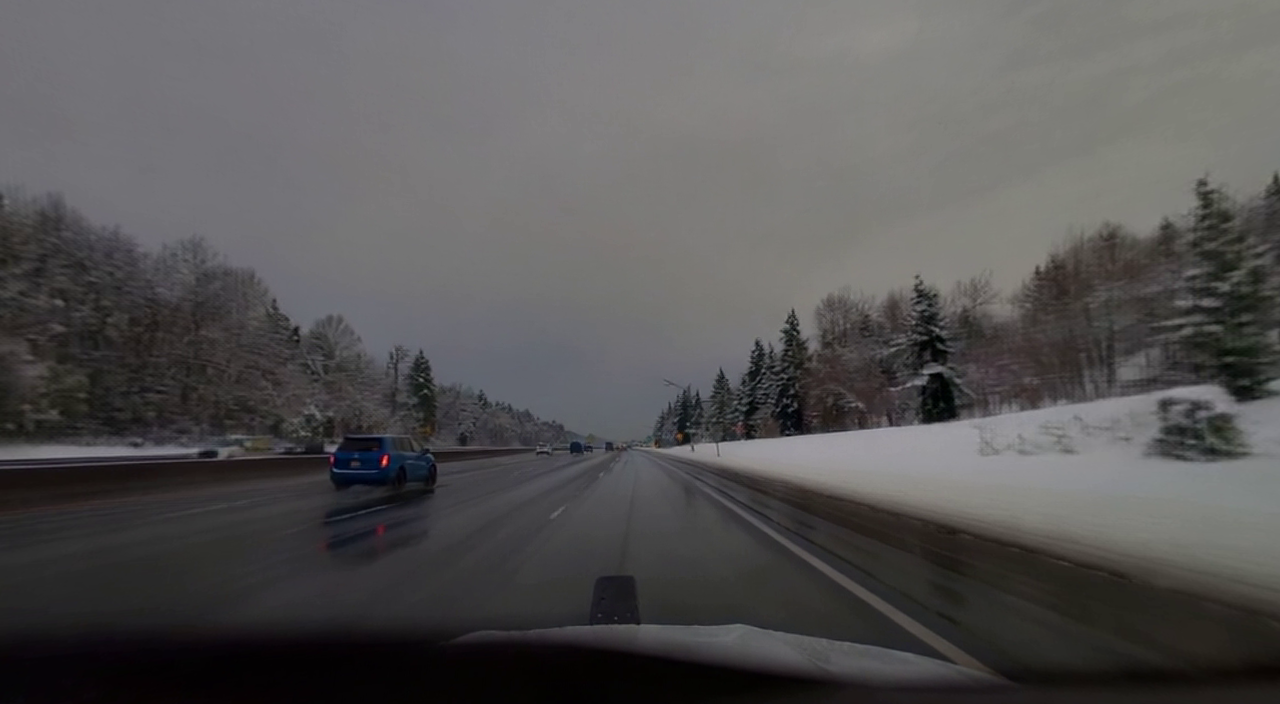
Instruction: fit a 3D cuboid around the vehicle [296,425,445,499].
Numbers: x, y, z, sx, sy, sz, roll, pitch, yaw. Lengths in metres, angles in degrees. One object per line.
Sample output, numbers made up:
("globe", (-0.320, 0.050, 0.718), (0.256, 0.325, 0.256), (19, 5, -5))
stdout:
("vehicle", (-7.204, 2.999, 17.541), (2.146, 1.766, 4.502), (0, -9, 0))
